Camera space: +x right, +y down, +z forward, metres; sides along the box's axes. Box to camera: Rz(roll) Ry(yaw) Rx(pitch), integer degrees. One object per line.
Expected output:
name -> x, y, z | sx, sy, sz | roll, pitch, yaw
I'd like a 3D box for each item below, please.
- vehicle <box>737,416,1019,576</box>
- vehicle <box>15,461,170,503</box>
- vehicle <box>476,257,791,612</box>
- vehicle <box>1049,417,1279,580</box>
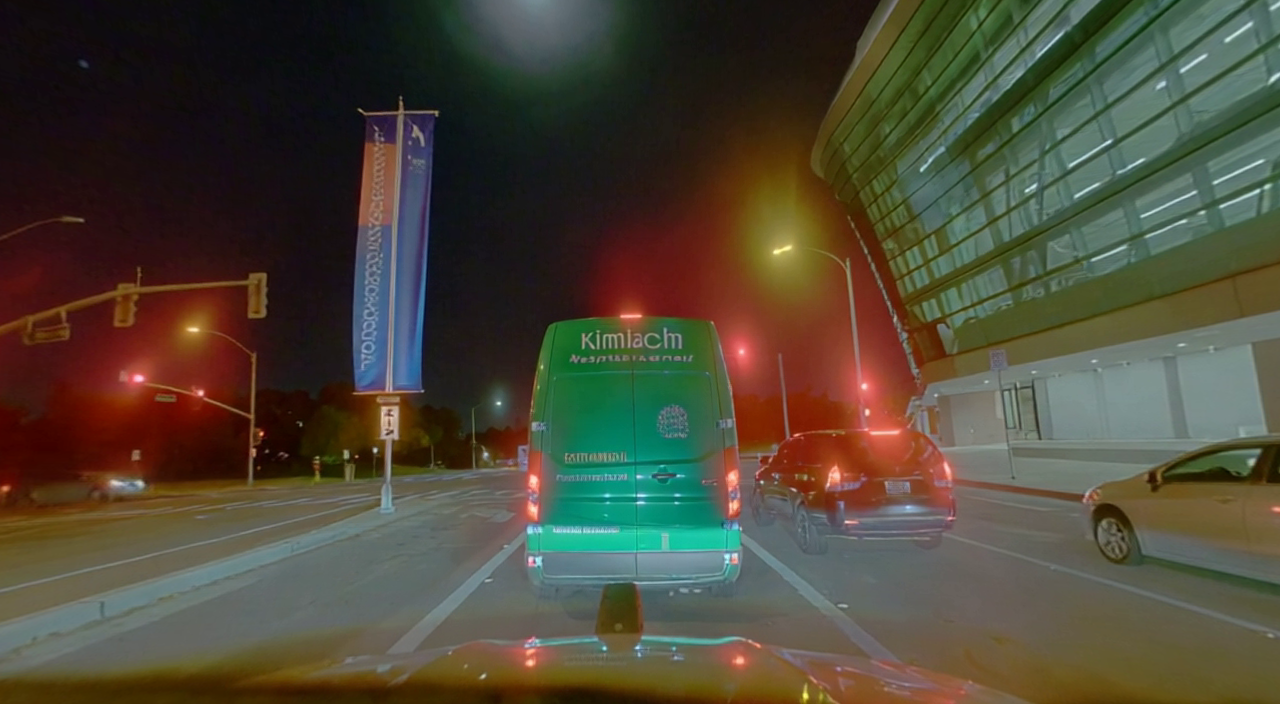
vehicle -> 2.887, 1.867, 9.040 | 2.183, 1.676, 4.506 | 0, -8, -1
vehicle -> -23.087, 5.481, 26.799 | 4.659, 1.615, 1.944 | 0, -8, -1
vehicle -> -0.015, 1.189, 9.088 | 2.613, 3.035, 7.342 | 0, -8, 1
vehicle -> 7.529, 1.577, 6.990 | 1.963, 1.669, 4.678 | 3, -9, -20
